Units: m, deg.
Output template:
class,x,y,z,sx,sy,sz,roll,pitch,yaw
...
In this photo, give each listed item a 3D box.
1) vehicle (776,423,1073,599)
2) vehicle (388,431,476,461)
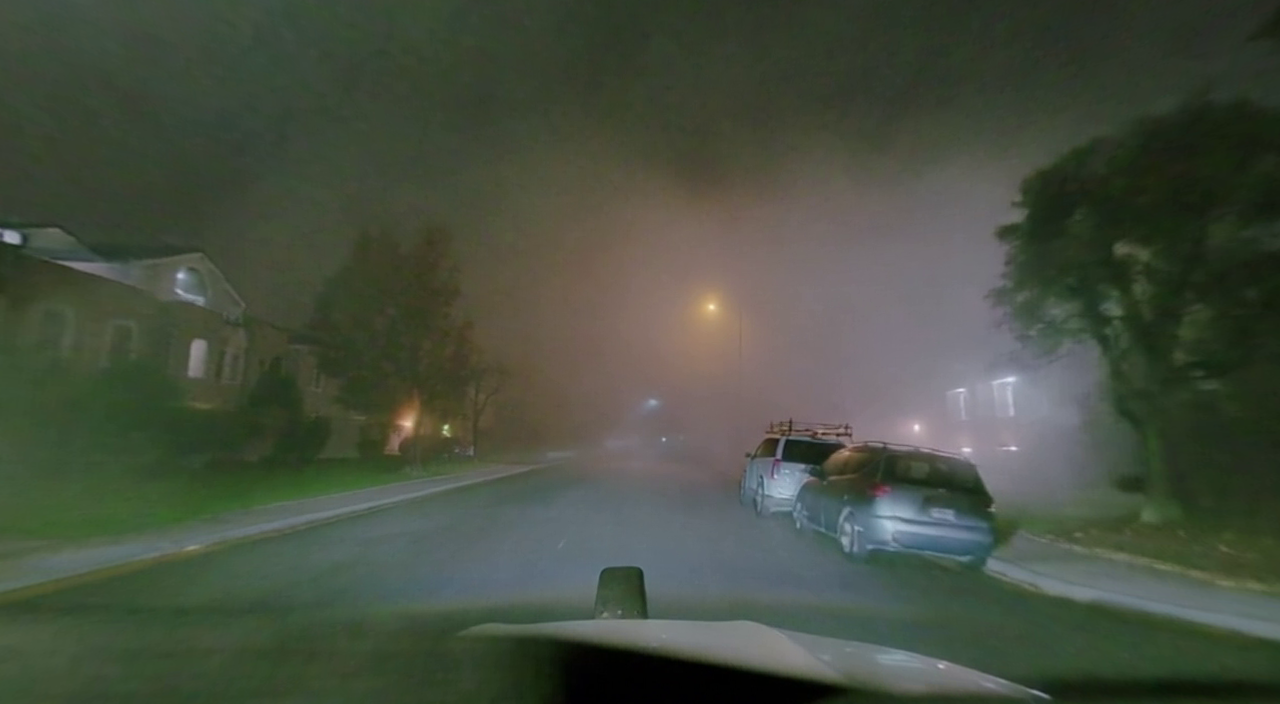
class,x,y,z,sx,sy,sz,roll,pitch,yaw
vehicle,3.224,1.852,8.287,1.976,1.552,4.442,3,-8,2
vehicle,-13.378,6.086,40.617,4.928,1.844,2.163,0,-9,-2
